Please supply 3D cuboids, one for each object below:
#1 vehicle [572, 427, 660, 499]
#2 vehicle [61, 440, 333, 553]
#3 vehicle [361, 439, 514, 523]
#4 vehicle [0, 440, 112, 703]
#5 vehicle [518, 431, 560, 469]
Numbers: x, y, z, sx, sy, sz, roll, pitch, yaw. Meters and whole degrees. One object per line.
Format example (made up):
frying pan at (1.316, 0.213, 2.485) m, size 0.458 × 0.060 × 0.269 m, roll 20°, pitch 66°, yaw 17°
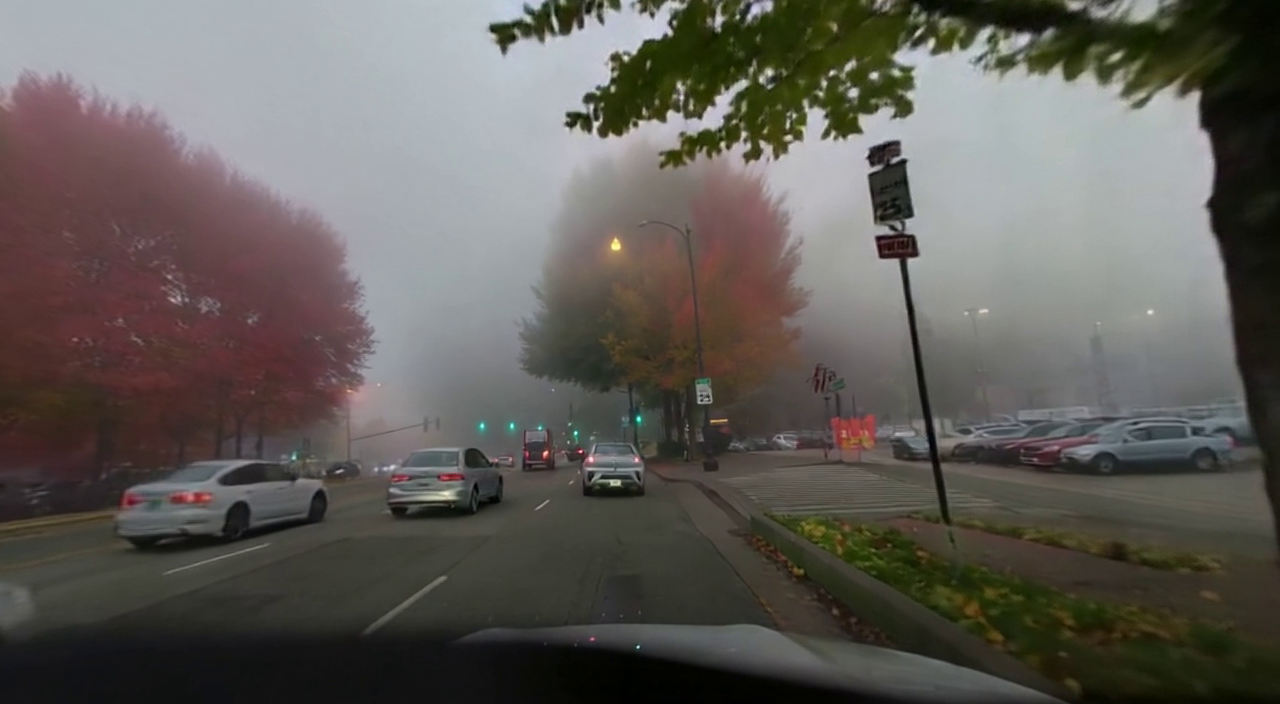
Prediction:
vehicle at (-0.707, 3.031, 17.498) m, size 2.144 × 1.704 × 4.028 m, roll 1°, pitch -9°, yaw -3°
vehicle at (-7.804, 2.524, 11.775) m, size 2.051 × 1.681 × 4.193 m, roll 1°, pitch -9°, yaw -1°
vehicle at (-4.307, 2.804, 14.285) m, size 1.974 × 1.549 × 4.603 m, roll 1°, pitch -9°, yaw -1°
vehicle at (-4.217, 0.869, 1.022) m, size 2.090 × 1.506 × 5.326 m, roll 1°, pitch -9°, yaw 0°
vehicle at (-5.764, 5.668, 36.358) m, size 2.082 × 2.018 × 4.308 m, roll 2°, pitch -9°, yaw -6°
